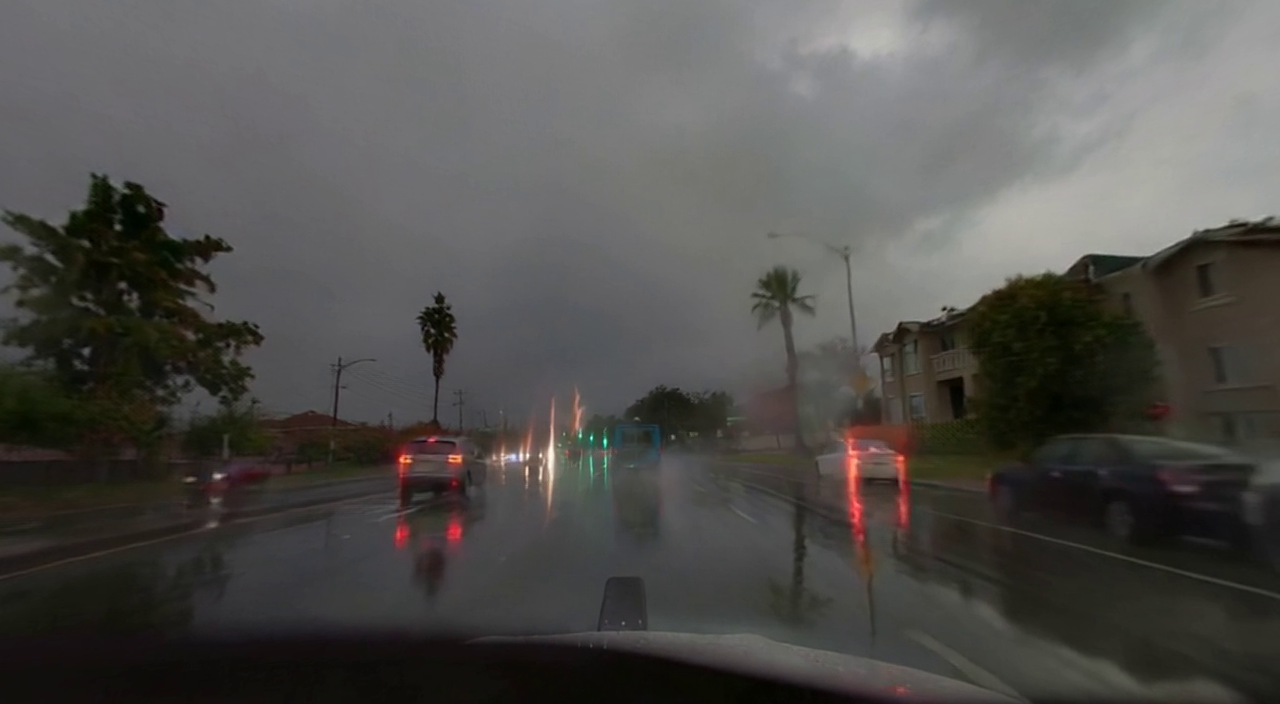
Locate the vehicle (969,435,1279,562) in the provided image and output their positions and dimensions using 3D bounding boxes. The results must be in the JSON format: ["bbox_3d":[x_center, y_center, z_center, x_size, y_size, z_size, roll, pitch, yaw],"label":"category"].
[{"bbox_3d":[7.071,1.993,9.439,1.871,1.434,4.437,0,-8,0],"label":"vehicle"}]

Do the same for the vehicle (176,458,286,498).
[{"bbox_3d":[-17.913,5.508,27.811,1.994,1.524,4.698,1,-9,-4],"label":"vehicle"}]

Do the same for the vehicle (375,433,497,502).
[{"bbox_3d":[-5.578,3.226,17.945,2.235,1.682,4.662,1,-9,-4],"label":"vehicle"}]

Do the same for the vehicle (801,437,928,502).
[{"bbox_3d":[5.571,2.957,16.330,2.178,1.411,4.732,-1,-9,8],"label":"vehicle"}]

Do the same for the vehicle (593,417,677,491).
[{"bbox_3d":[-0.350,3.487,21.780,2.507,2.161,6.049,1,-9,-4],"label":"vehicle"}]
